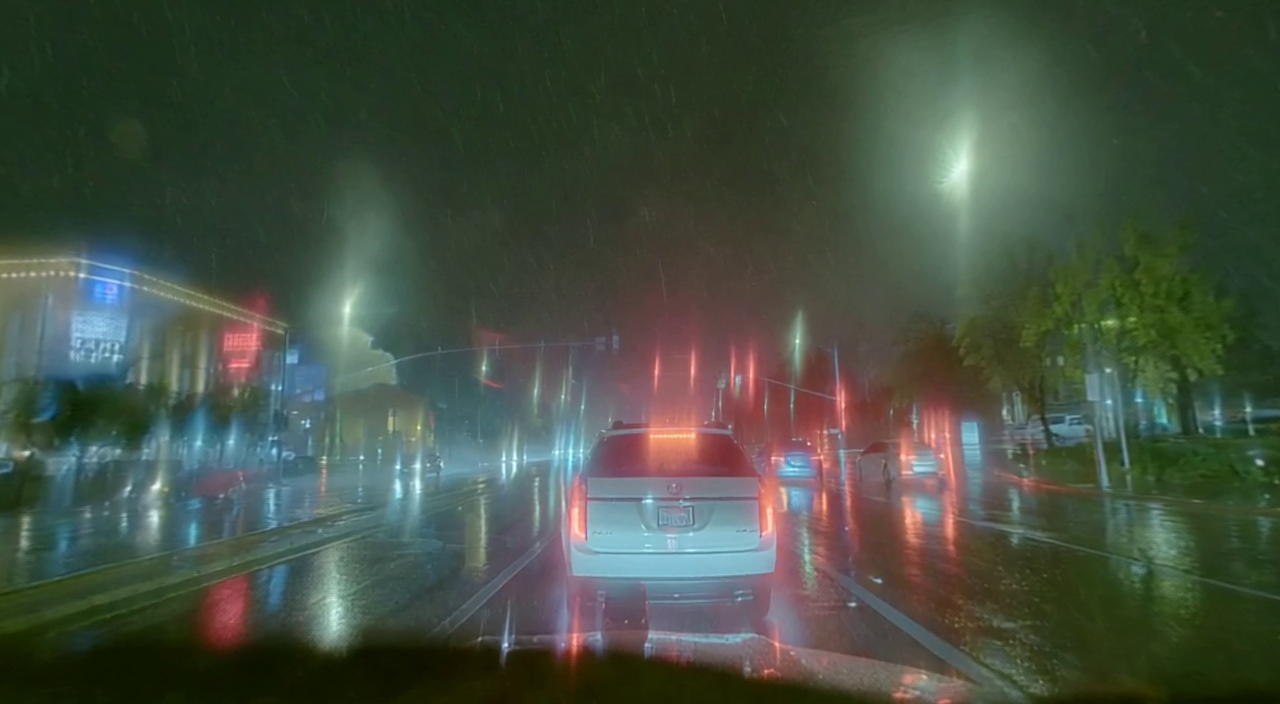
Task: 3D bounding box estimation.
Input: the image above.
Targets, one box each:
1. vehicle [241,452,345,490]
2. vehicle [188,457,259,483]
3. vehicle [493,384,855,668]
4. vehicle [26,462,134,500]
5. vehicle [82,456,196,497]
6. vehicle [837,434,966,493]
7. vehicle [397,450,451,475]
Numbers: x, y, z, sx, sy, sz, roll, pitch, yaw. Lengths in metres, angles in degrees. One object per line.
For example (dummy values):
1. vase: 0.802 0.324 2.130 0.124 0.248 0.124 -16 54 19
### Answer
1. vehicle: -17.093 5.857 31.377 1.981 1.659 4.608 -2 -8 10
2. vehicle: -27.883 7.874 42.379 1.861 1.578 4.152 0 -8 1
3. vehicle: 0.203 1.309 5.739 2.125 1.669 3.880 0 -8 0
4. vehicle: -28.640 6.603 32.440 2.018 1.716 4.042 -1 -10 -5
5. vehicle: -25.845 6.401 32.783 2.026 1.808 4.835 0 -8 -2
6. vehicle: 7.286 3.129 18.104 1.914 1.470 4.213 0 -8 0
7. vehicle: -13.605 6.979 39.963 1.991 1.486 3.844 0 -8 1
